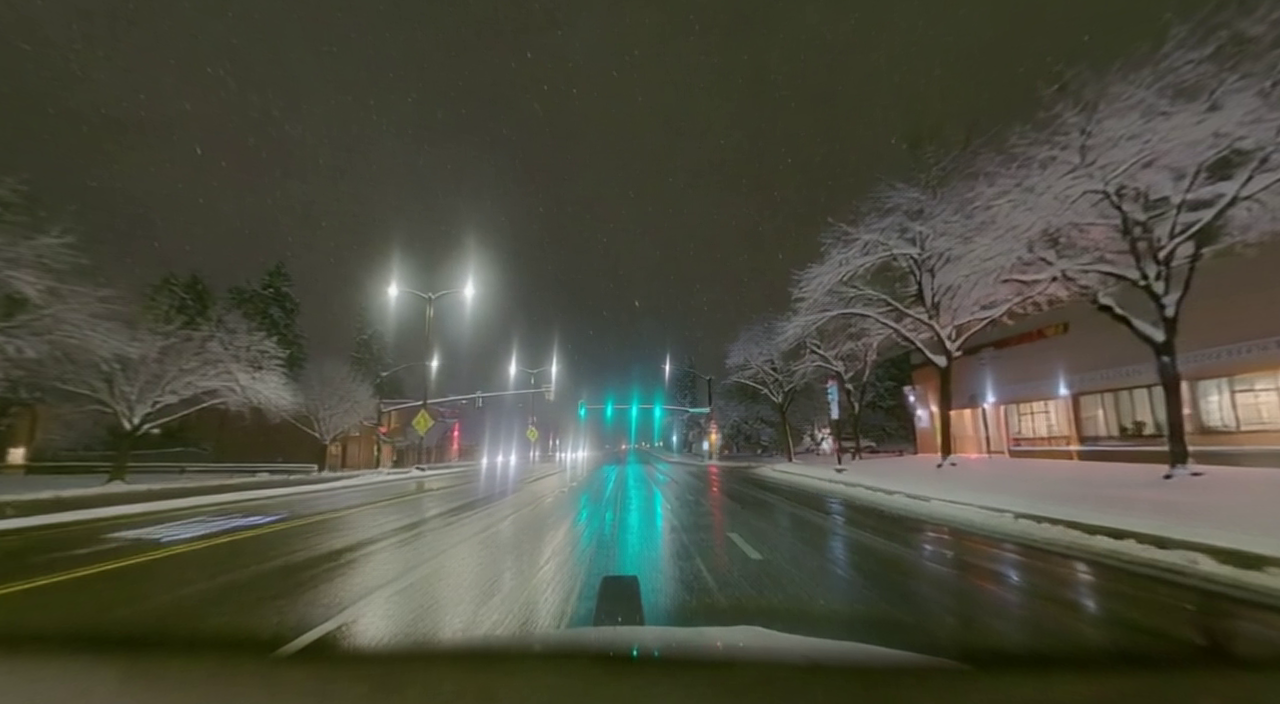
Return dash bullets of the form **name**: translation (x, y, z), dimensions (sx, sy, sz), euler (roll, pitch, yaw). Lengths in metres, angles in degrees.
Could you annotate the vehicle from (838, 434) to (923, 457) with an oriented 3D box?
- **vehicle**: translation (16.339, 6.394, 42.924), dimensions (4.960, 1.505, 1.941), euler (0, -8, 0)
